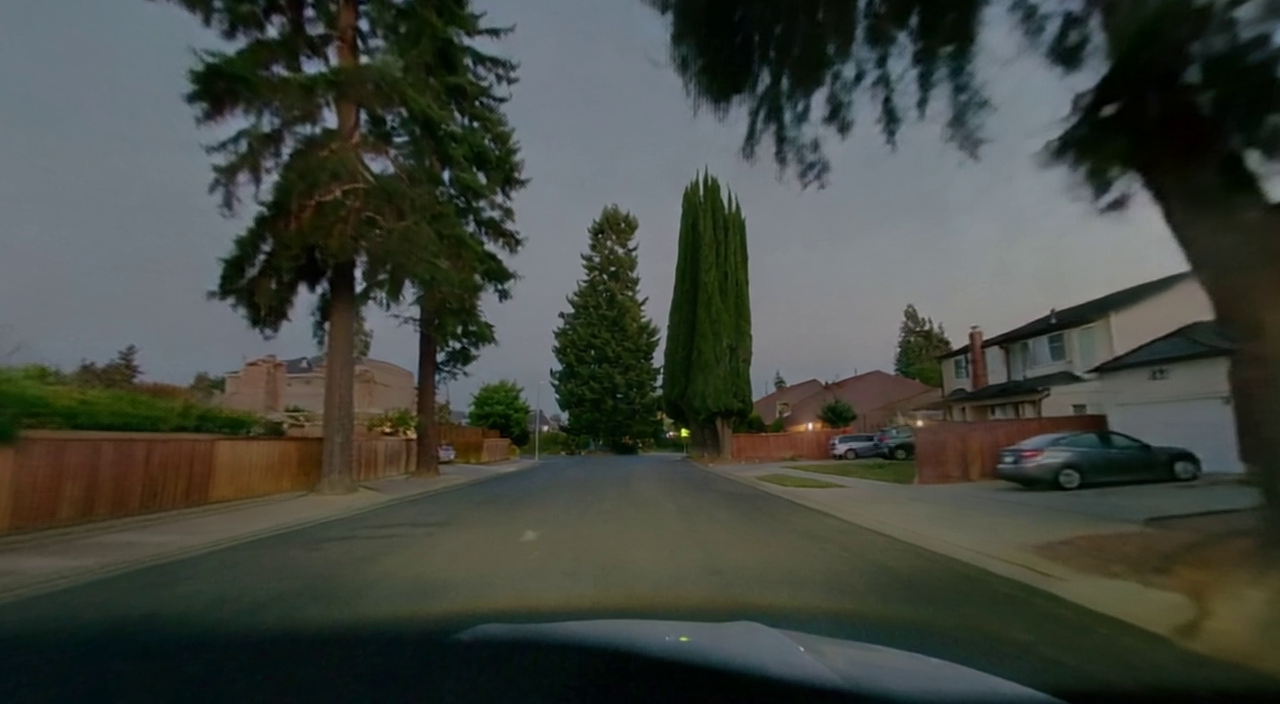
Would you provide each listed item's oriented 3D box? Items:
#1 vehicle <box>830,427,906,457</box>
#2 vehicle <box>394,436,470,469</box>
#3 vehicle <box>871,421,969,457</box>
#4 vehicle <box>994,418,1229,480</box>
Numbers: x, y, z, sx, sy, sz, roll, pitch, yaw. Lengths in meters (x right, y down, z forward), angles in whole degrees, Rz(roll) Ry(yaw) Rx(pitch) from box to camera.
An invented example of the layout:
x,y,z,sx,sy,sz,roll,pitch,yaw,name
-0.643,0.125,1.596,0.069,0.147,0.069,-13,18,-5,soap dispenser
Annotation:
x,y,z,sx,sy,sz,roll,pitch,yaw,name
12.871,5.117,35.875,3.780,1.601,2.025,-2,-9,13,vehicle
-12.737,6.104,38.529,4.656,1.835,2.039,-6,-11,37,vehicle
14.249,4.477,32.390,4.261,1.725,1.955,-2,-9,14,vehicle
11.740,2.456,15.990,4.415,1.457,1.797,0,-8,1,vehicle
